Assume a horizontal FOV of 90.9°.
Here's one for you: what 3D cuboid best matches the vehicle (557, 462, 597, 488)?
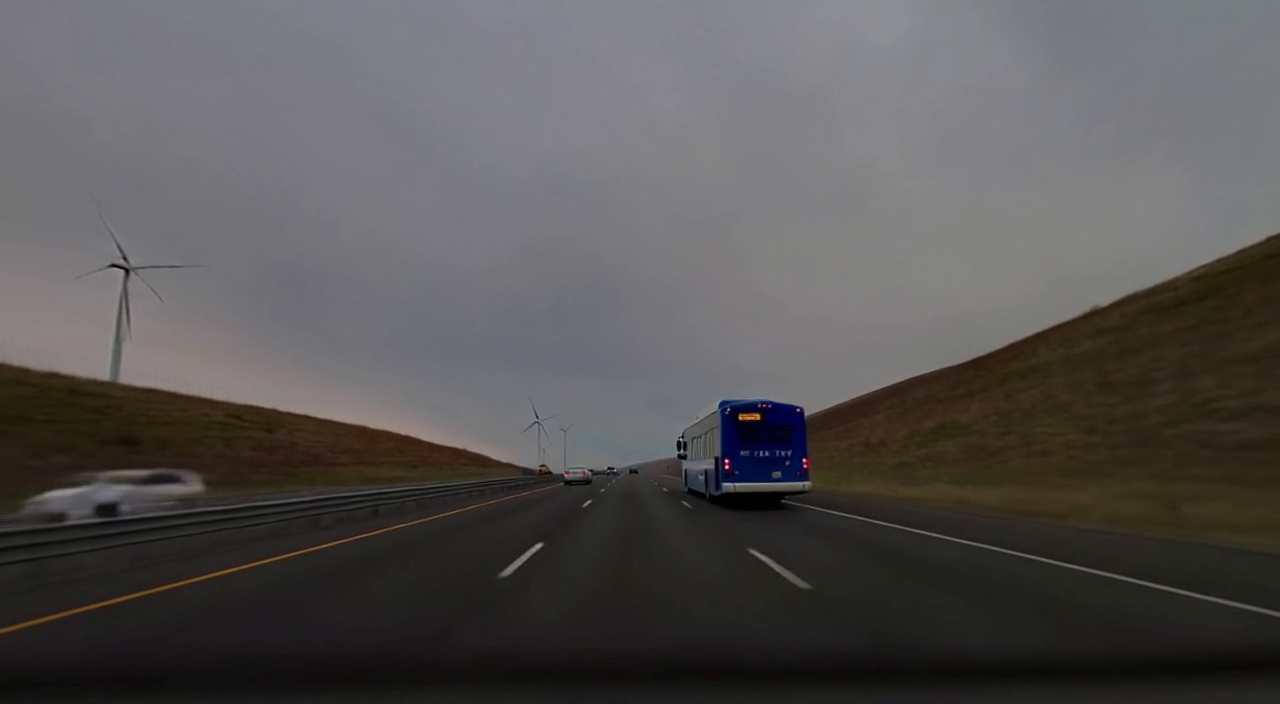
[{"bbox_3d":[-4.039,8.001,41.130,2.213,1.568,4.274,1,-10,-1],"label":"vehicle"}]

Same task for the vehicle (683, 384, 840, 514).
[{"bbox_3d":[3.878,4.020,24.886,2.941,3.574,14.463,1,-10,-2],"label":"vehicle"}]

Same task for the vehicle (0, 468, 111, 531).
[{"bbox_3d":[-15.050,3.506,15.254,1.609,1.355,3.242,1,-10,-1],"label":"vehicle"}]
